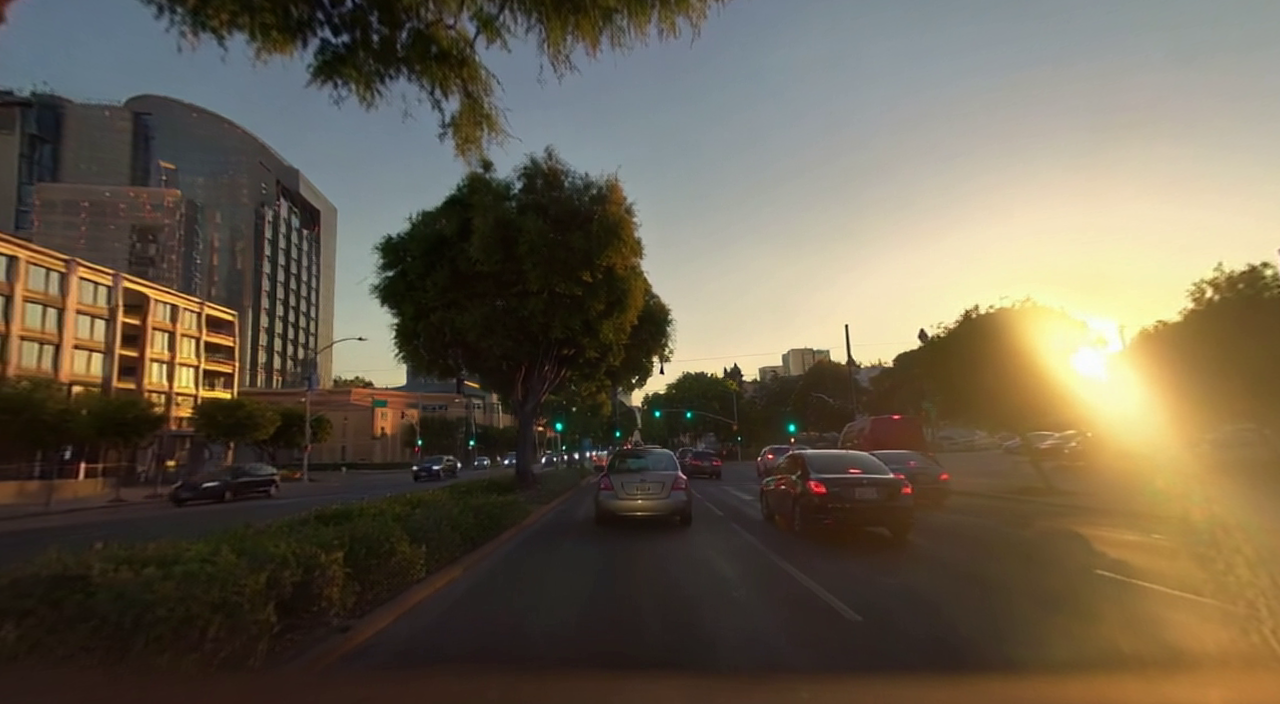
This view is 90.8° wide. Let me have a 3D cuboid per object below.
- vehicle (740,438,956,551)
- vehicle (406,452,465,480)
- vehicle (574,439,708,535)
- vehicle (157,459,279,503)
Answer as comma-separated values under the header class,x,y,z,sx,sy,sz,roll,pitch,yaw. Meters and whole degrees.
class,x,y,z,sx,sy,sz,roll,pitch,yaw
vehicle,3.134,2.232,10.712,1.995,1.483,4.533,0,-8,-2
vehicle,-12.454,6.966,38.779,2.020,1.533,4.620,0,-8,0
vehicle,-0.034,2.435,12.052,2.105,1.474,4.127,0,-8,-1
vehicle,-16.429,5.008,24.914,1.864,1.489,4.346,0,-8,-1
